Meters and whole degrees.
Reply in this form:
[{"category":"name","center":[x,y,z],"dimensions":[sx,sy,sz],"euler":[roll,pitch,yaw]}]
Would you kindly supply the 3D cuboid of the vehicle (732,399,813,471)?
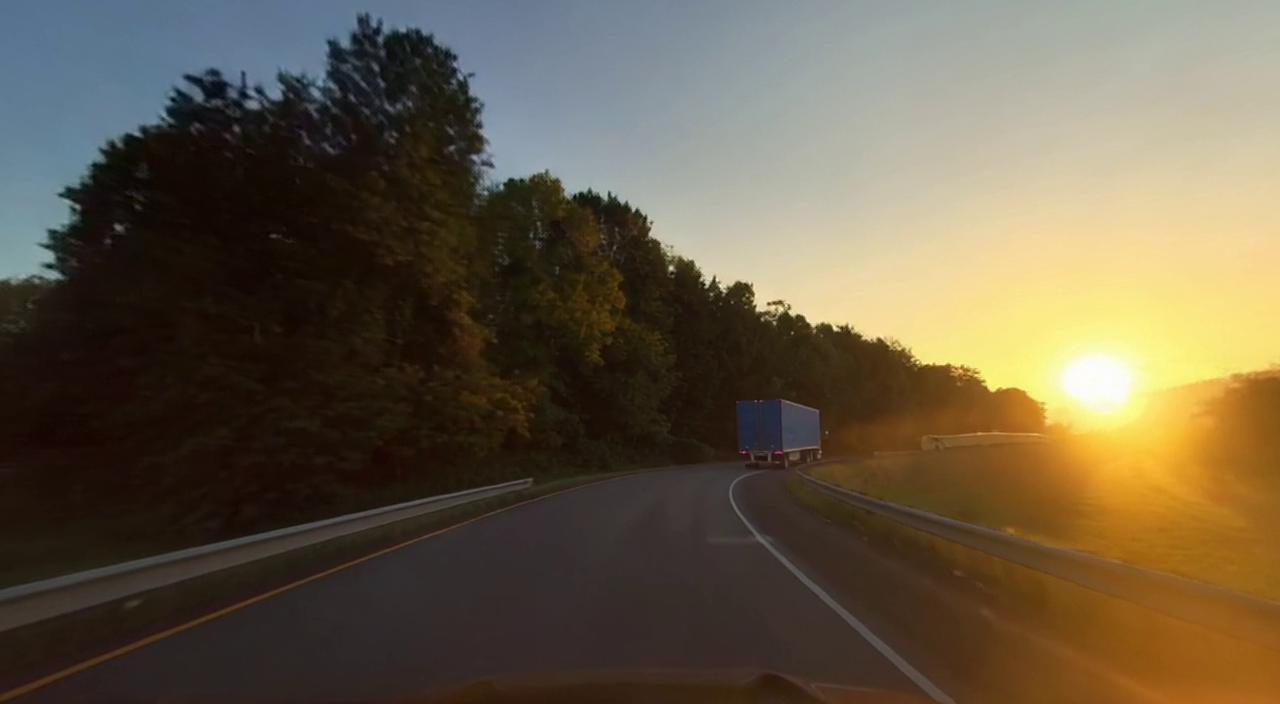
[{"category":"vehicle","center":[9.547,5.884,43.716],"dimensions":[3.087,4.178,13.682],"euler":[-4,-9,21]}]
